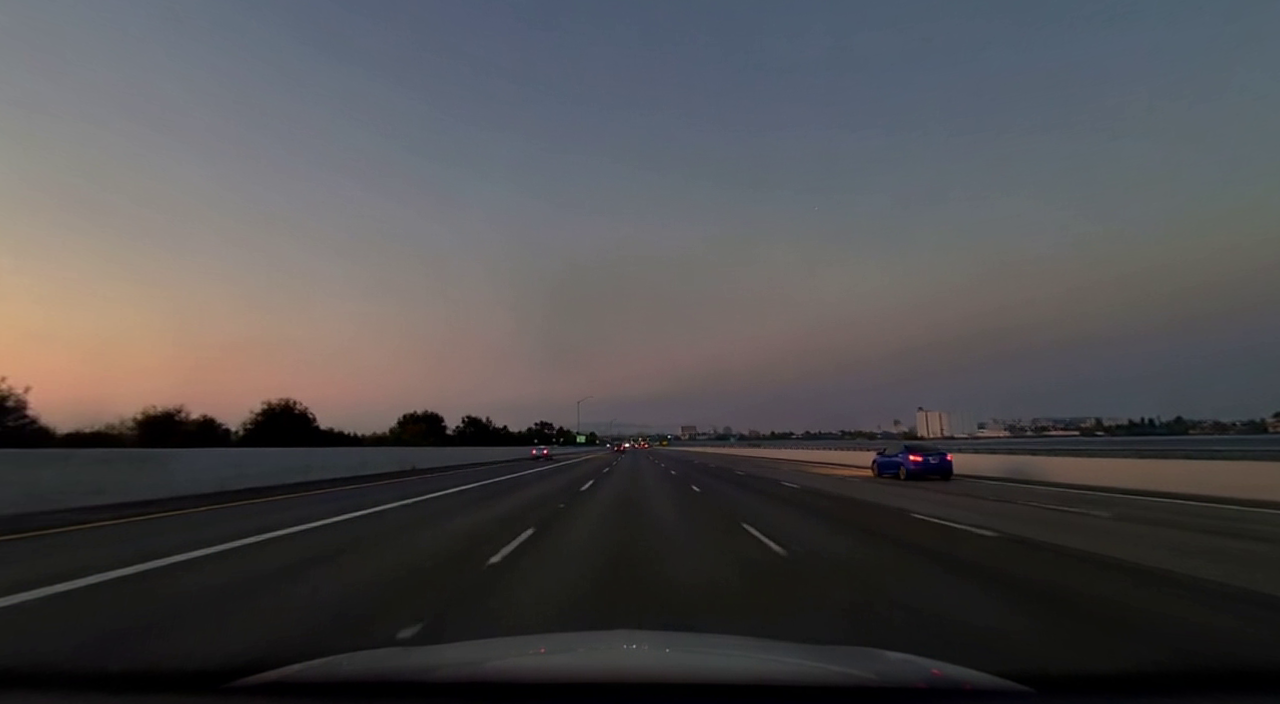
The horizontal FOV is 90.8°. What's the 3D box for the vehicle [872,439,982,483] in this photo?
[{"bbox_3d":[10.685,4.081,23.938,1.985,1.493,4.486,0,-8,-1],"label":"vehicle"}]
